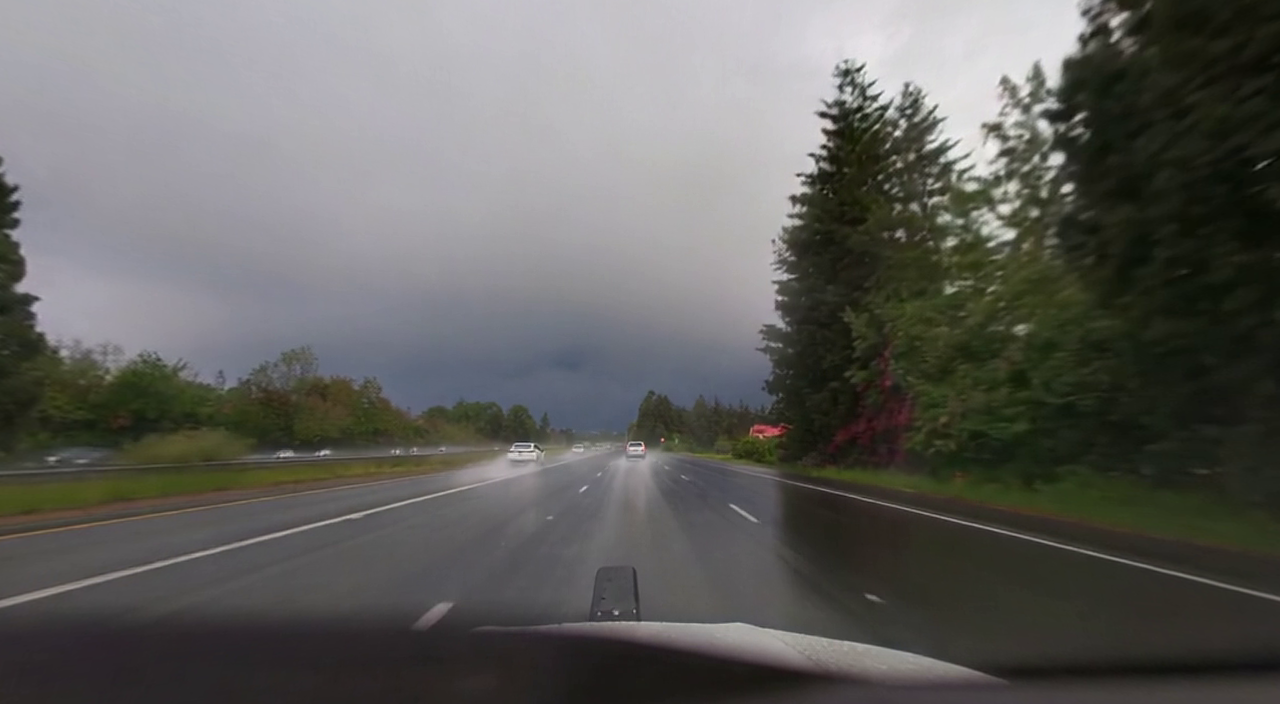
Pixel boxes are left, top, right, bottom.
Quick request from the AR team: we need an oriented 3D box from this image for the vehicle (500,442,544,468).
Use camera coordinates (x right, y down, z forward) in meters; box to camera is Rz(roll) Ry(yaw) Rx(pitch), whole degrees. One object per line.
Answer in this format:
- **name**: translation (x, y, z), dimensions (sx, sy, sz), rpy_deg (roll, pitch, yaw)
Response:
- **vehicle**: translation (-7.740, 6.785, 41.835), dimensions (1.991, 1.572, 4.314), rpy_deg (0, -9, 0)
